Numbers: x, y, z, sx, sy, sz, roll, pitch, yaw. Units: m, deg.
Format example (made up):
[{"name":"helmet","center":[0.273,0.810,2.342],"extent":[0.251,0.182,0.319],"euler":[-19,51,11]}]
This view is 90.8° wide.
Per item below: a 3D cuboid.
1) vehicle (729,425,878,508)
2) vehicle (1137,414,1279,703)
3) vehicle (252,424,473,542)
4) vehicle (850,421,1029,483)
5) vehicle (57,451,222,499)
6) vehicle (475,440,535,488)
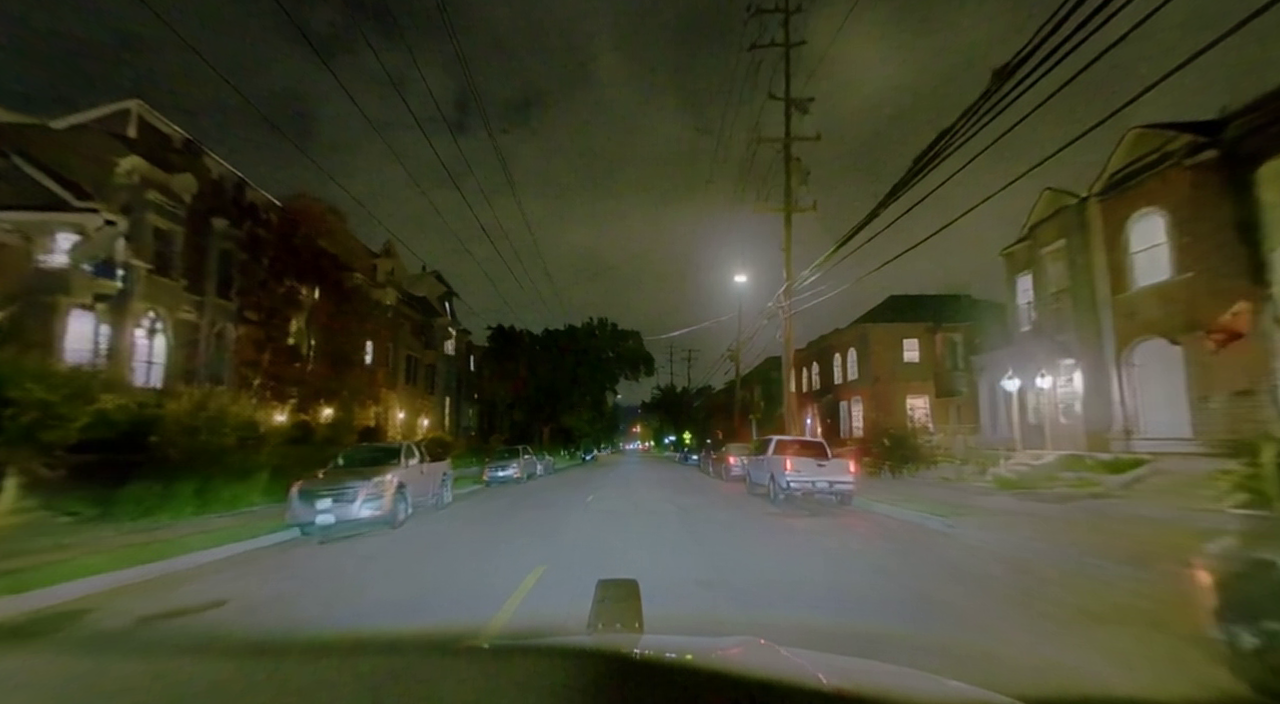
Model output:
[{"name":"vehicle","center":[4.058,2.994,16.937],"extent":[2.279,1.848,5.577],"euler":[1,-9,-2]},{"name":"vehicle","center":[4.244,0.823,1.587],"extent":[2.051,1.479,4.758],"euler":[0,-9,-1]},{"name":"vehicle","center":[-5.525,2.661,13.781],"extent":[2.285,1.895,5.883],"euler":[-2,-8,-1]},{"name":"vehicle","center":[10.637,3.573,22.747],"extent":[5.376,1.914,1.988],"euler":[-2,-8,-3]},{"name":"vehicle","center":[-17.665,4.341,22.463],"extent":[4.184,1.620,1.852],"euler":[0,-9,-1]},{"name":"vehicle","center":[-5.838,4.850,27.842],"extent":[2.046,1.825,4.627],"euler":[-2,-8,-6]}]
